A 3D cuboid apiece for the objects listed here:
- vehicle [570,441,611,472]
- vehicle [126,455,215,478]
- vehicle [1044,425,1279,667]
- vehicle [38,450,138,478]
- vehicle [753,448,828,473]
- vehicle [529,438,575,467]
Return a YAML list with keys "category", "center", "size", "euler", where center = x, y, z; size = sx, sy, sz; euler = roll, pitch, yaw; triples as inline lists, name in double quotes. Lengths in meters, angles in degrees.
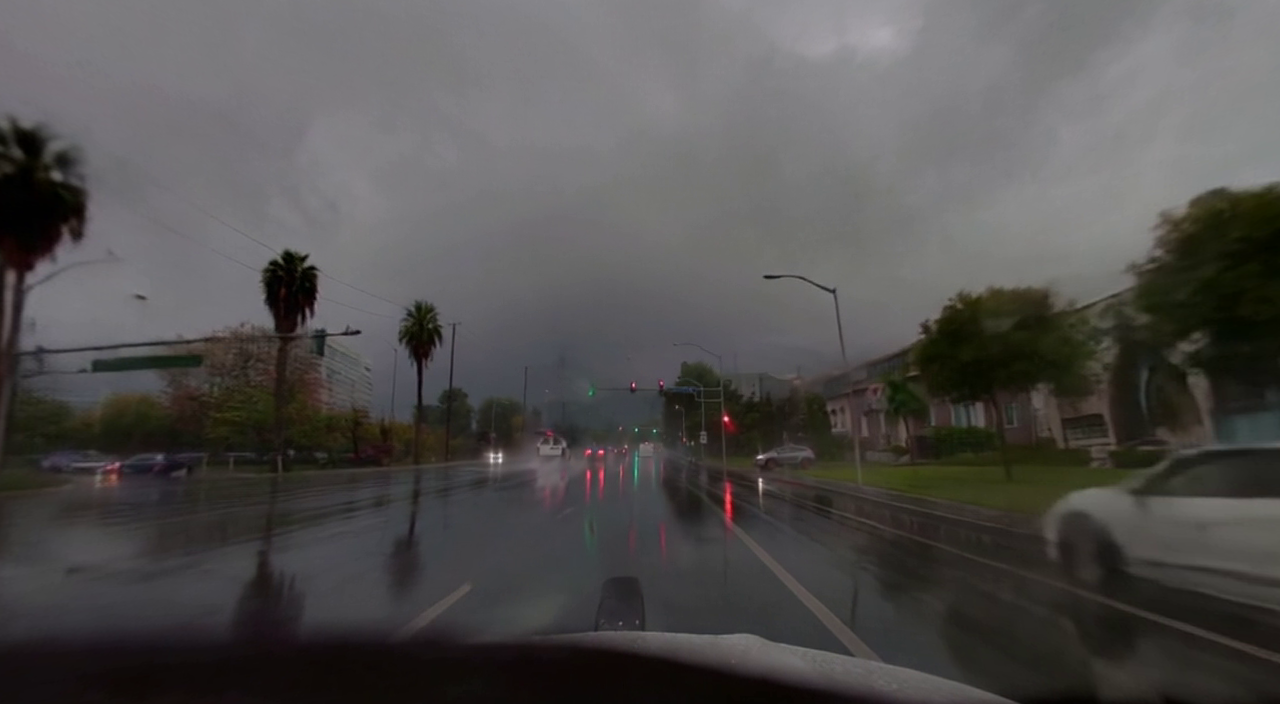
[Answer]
- category: "vehicle"
  center: [-3.080, 6.636, 40.192]
  size: [2.116, 1.806, 4.516]
  euler: [0, -9, 2]
- category: "vehicle"
  center: [-34.090, 8.330, 45.817]
  size: [4.808, 1.529, 1.979]
  euler: [1, -9, -3]
- category: "vehicle"
  center: [5.035, 1.242, 4.077]
  size: [1.994, 1.507, 4.173]
  euler: [0, -9, -1]
- category: "vehicle"
  center: [-39.724, 8.038, 45.422]
  size: [5.006, 1.941, 2.056]
  euler: [1, -9, -4]
- category: "vehicle"
  center: [9.590, 6.944, 40.497]
  size: [4.509, 1.520, 1.952]
  euler: [-1, -9, 10]
- category: "vehicle"
  center: [-6.513, 7.566, 47.422]
  size: [2.457, 2.010, 6.330]
  euler: [0, -9, 1]
